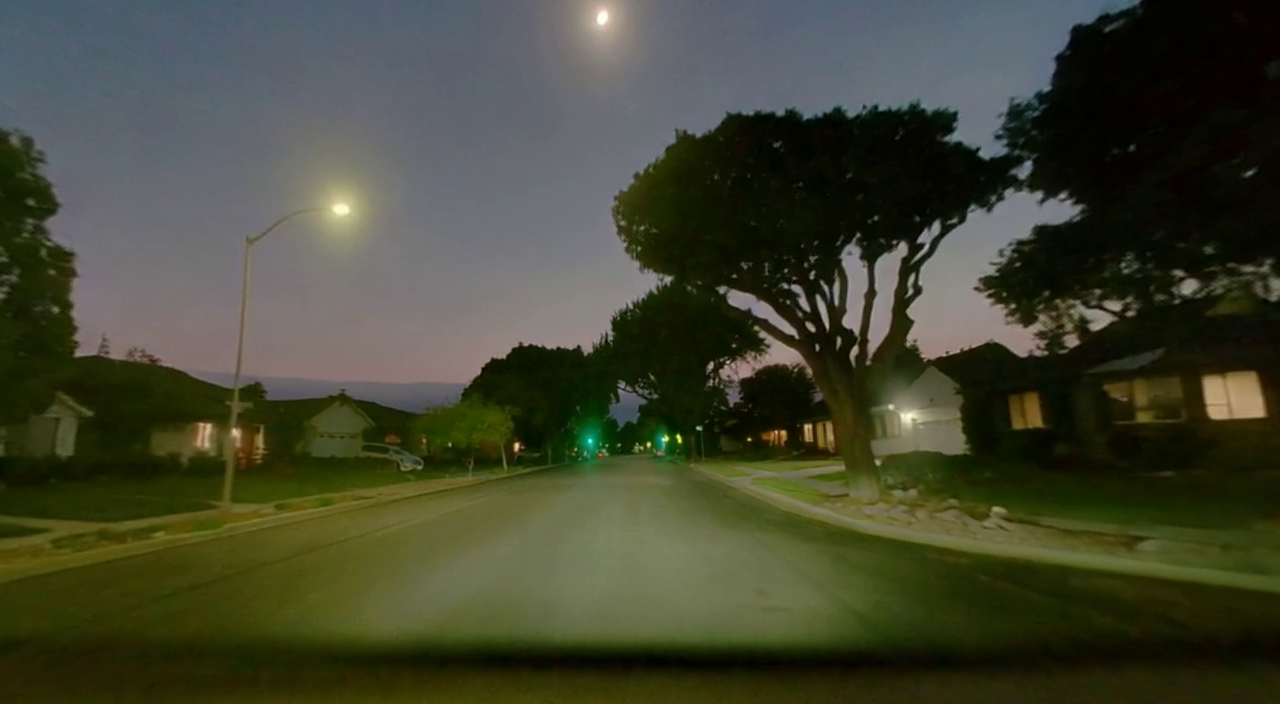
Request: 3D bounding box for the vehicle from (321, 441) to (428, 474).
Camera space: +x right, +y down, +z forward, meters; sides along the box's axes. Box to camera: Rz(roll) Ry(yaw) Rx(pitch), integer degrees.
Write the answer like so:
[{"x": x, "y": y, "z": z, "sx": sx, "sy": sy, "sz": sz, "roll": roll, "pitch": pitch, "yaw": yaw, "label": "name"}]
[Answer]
[{"x": -14.217, "y": 5.664, "z": 33.889, "sx": 4.850, "sy": 1.676, "sz": 1.920, "roll": 0, "pitch": -9, "yaw": 3, "label": "vehicle"}]
